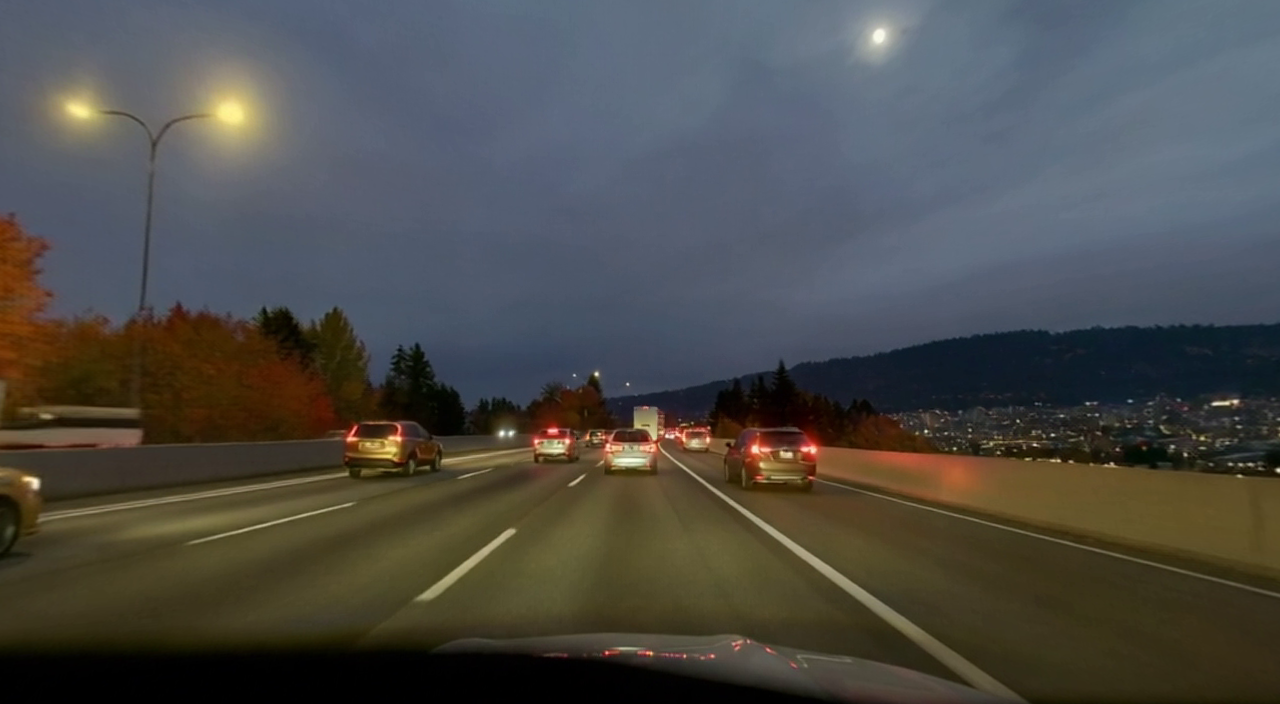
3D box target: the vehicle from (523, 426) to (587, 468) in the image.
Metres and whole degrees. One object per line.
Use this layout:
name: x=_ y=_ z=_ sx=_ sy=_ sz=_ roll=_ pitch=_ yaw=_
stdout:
vehicle: x=-3.572 y=4.067 z=27.192 sx=2.064 sy=1.672 sz=4.277 roll=0 pitch=-8 yaw=1

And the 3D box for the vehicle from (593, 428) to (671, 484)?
vehicle: x=-0.197 y=3.097 z=19.197 sx=2.111 sy=1.494 sz=4.364 roll=0 pitch=-8 yaw=1

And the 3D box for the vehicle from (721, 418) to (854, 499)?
vehicle: x=3.333 y=2.496 z=15.199 sx=2.095 sy=1.650 sz=4.331 roll=0 pitch=-8 yaw=-1

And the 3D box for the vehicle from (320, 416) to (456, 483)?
vehicle: x=-7.464 y=2.948 z=19.266 sx=2.117 sy=1.779 sz=4.745 roll=0 pitch=-8 yaw=1

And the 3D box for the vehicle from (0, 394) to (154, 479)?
vehicle: x=-22.769 y=3.251 z=24.134 sx=2.737 sy=2.804 sz=6.776 roll=0 pitch=-8 yaw=0
